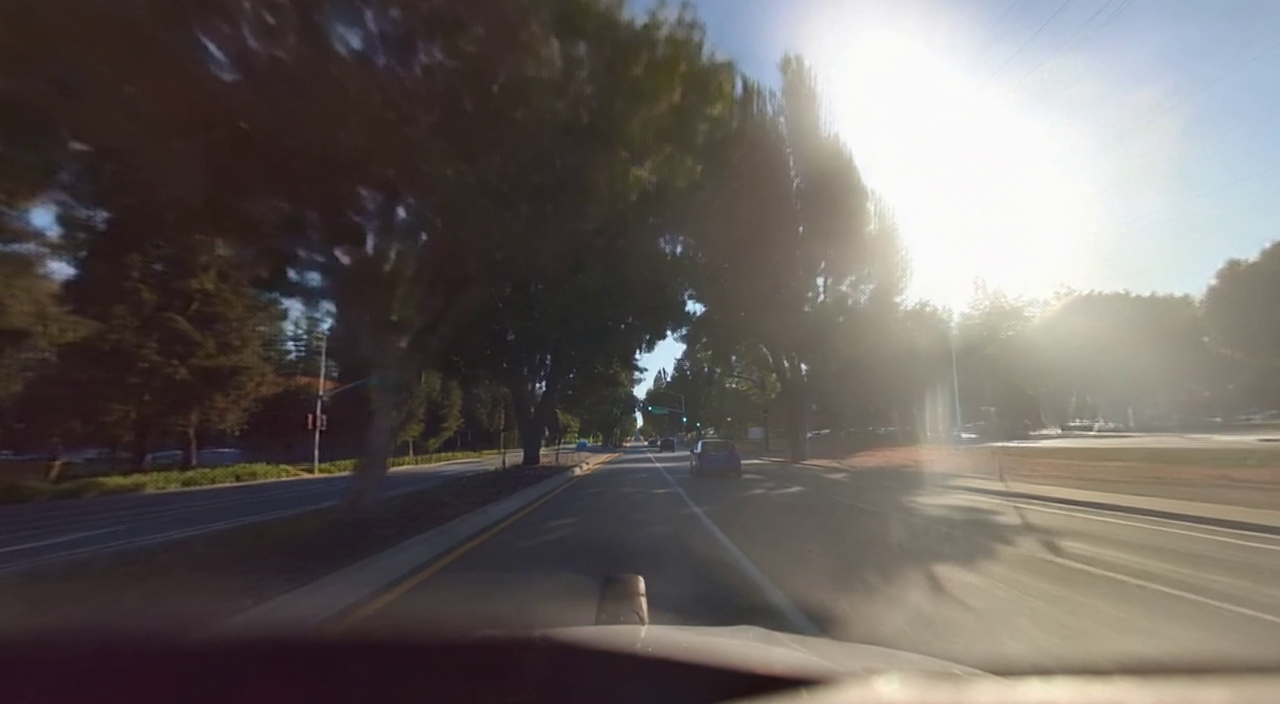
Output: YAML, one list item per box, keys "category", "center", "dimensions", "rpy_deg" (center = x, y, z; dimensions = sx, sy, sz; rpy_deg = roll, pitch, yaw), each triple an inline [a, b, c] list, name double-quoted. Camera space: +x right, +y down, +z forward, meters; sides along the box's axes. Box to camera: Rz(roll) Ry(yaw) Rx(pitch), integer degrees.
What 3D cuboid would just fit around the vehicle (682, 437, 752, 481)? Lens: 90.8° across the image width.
- category: "vehicle"
  center: [2.787, 4.000, 23.900]
  dimensions: [2.056, 1.483, 4.091]
  rpy_deg: [0, -8, -1]
